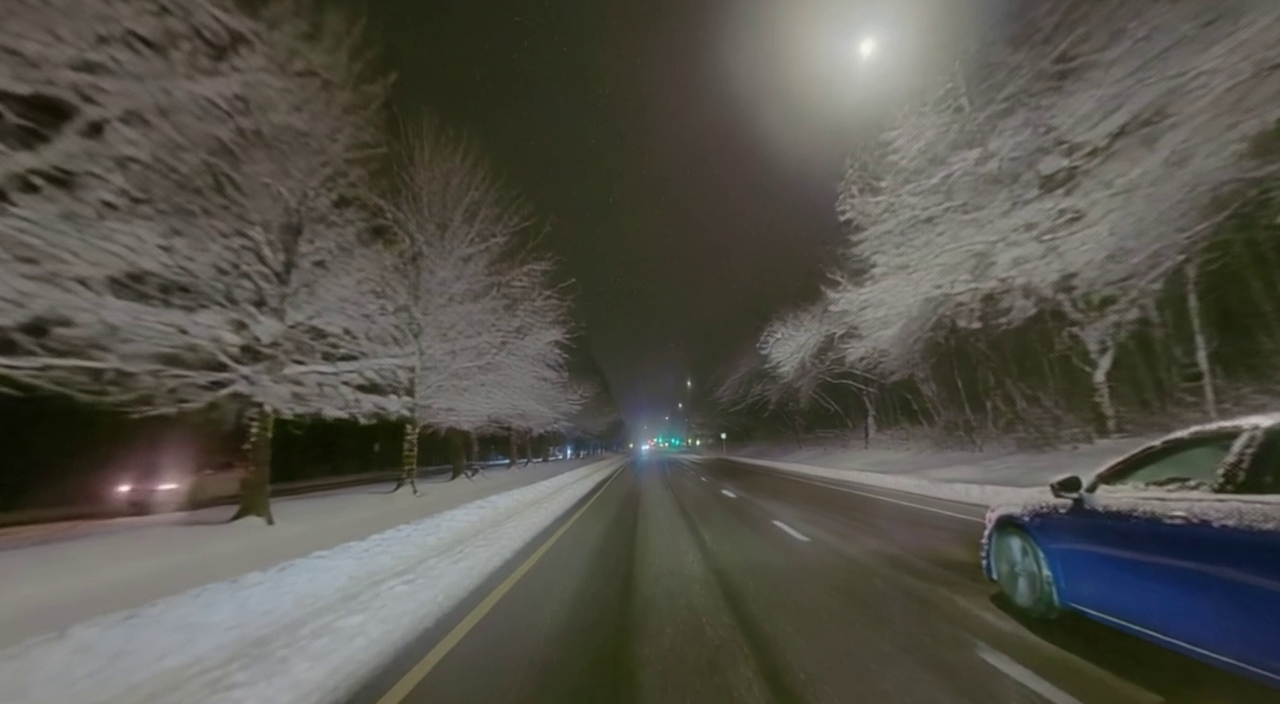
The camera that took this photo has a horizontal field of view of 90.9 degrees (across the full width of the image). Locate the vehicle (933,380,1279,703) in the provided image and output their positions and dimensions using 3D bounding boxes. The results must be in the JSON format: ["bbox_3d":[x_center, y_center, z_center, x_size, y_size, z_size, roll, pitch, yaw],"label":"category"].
[{"bbox_3d":[3.383,0.907,2.617,2.061,1.503,4.823,0,-9,1],"label":"vehicle"}]

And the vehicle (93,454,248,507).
[{"bbox_3d":[-16.090,4.399,21.952,1.893,1.571,4.390,0,-9,2],"label":"vehicle"}]
